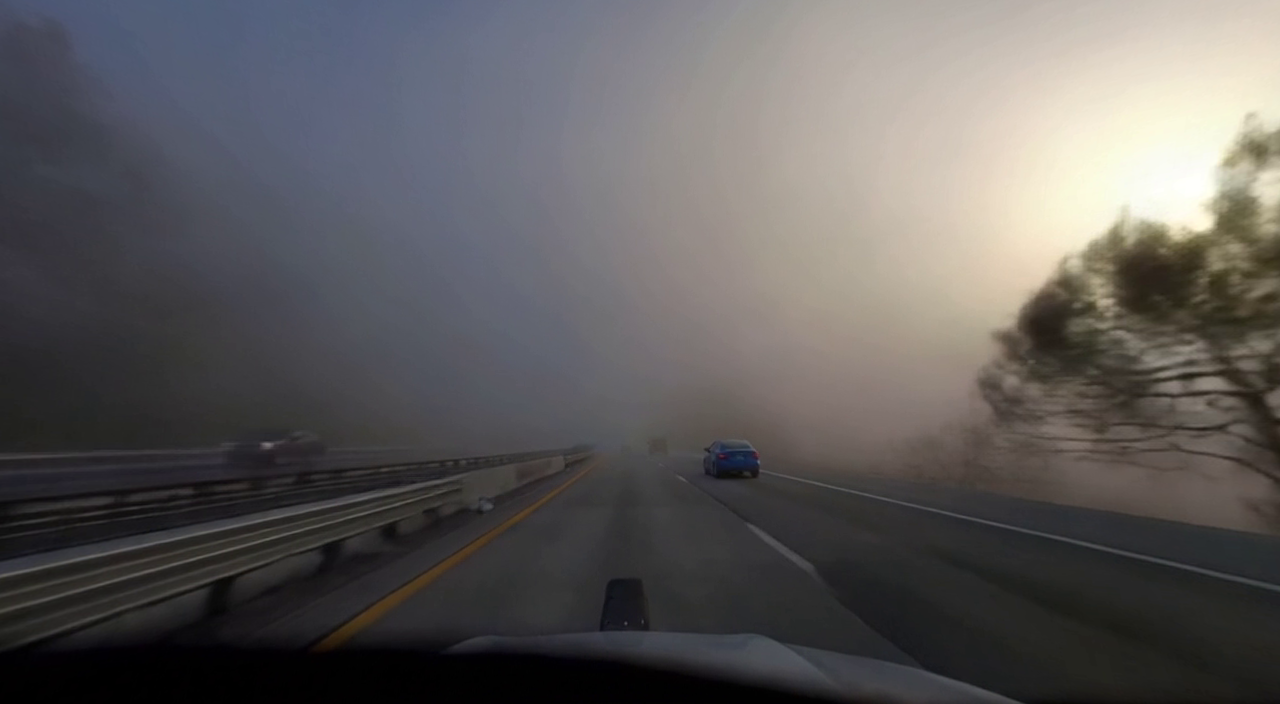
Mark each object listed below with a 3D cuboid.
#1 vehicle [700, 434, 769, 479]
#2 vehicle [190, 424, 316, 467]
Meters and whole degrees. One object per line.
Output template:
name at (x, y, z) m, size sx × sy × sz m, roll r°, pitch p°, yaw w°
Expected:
vehicle at (3.429, 3.879, 23.598) m, size 1.945 × 1.538 × 3.729 m, roll 0°, pitch -8°, yaw -1°
vehicle at (-16.648, 4.052, 27.434) m, size 2.184 × 1.667 × 5.019 m, roll -1°, pitch -8°, yaw 2°
